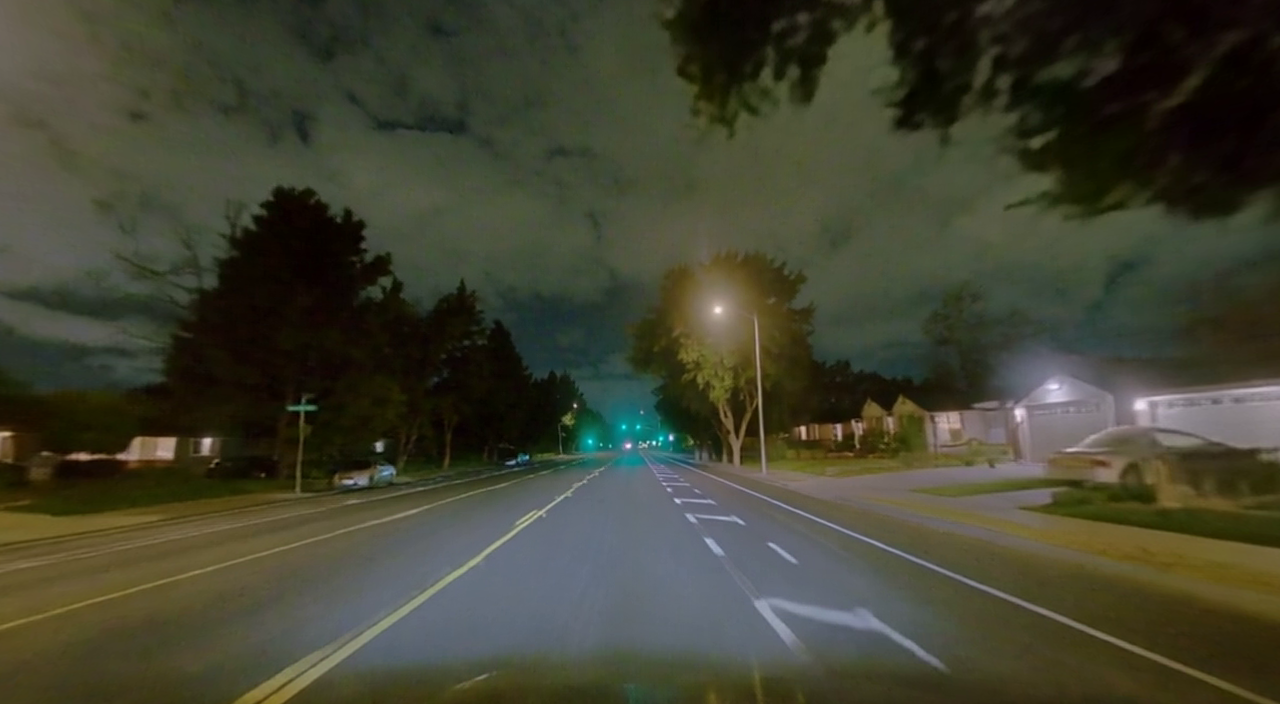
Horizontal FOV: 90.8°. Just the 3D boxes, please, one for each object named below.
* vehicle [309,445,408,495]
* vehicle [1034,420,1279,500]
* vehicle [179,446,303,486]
[{"bbox_3d":[-11.893,5.012,27.124,2.062,1.821,4.880,-3,-10,-1],"label":"vehicle"},{"bbox_3d":[12.058,2.494,14.747,4.194,1.680,2.150,0,-9,1],"label":"vehicle"},{"bbox_3d":[-19.476,5.559,30.989,4.668,1.824,1.999,0,-9,-1],"label":"vehicle"}]
